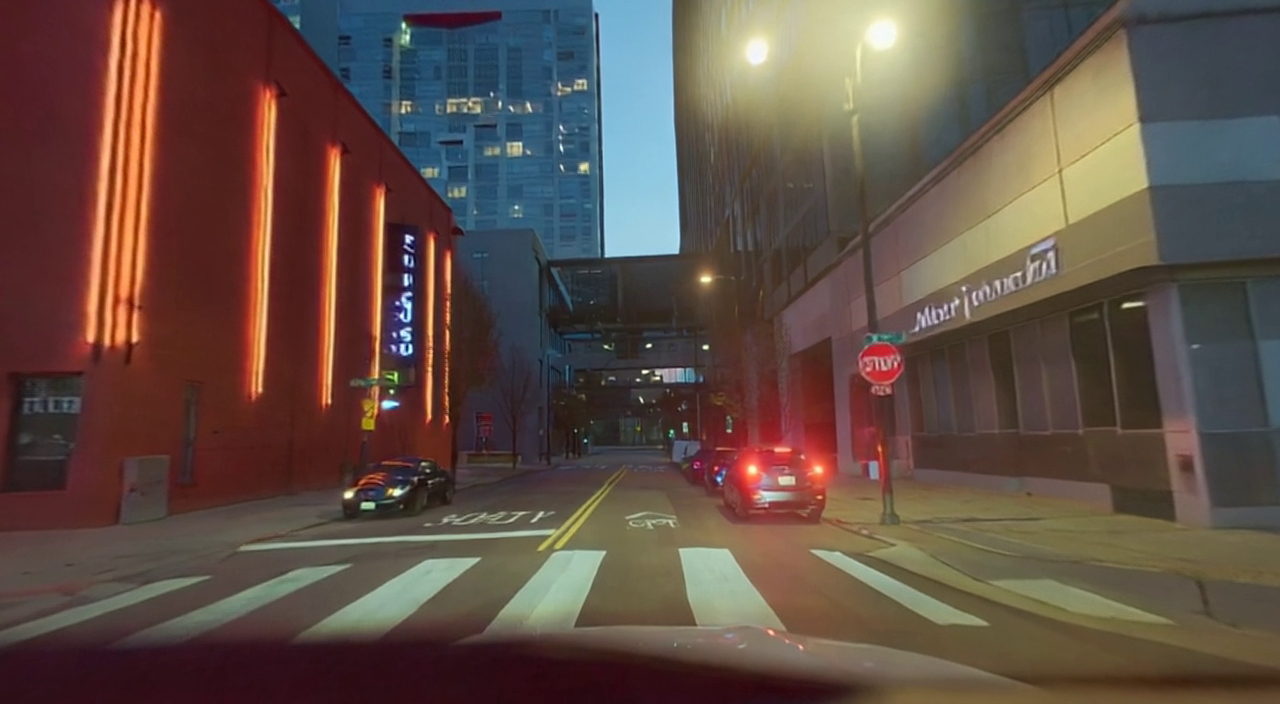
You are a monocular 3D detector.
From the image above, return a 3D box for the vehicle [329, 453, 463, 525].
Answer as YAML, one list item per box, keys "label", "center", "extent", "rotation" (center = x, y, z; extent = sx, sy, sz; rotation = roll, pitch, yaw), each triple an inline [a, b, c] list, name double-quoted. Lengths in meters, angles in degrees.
- label: "vehicle"
  center: [-5.733, 3.219, 15.405]
  extent: [1.864, 1.447, 3.887]
  rotation: [0, -8, -3]

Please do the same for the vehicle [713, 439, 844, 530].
- label: "vehicle"
  center: [2.880, 2.828, 14.218]
  extent: [1.917, 1.680, 4.500]
  rotation: [0, -8, 0]
